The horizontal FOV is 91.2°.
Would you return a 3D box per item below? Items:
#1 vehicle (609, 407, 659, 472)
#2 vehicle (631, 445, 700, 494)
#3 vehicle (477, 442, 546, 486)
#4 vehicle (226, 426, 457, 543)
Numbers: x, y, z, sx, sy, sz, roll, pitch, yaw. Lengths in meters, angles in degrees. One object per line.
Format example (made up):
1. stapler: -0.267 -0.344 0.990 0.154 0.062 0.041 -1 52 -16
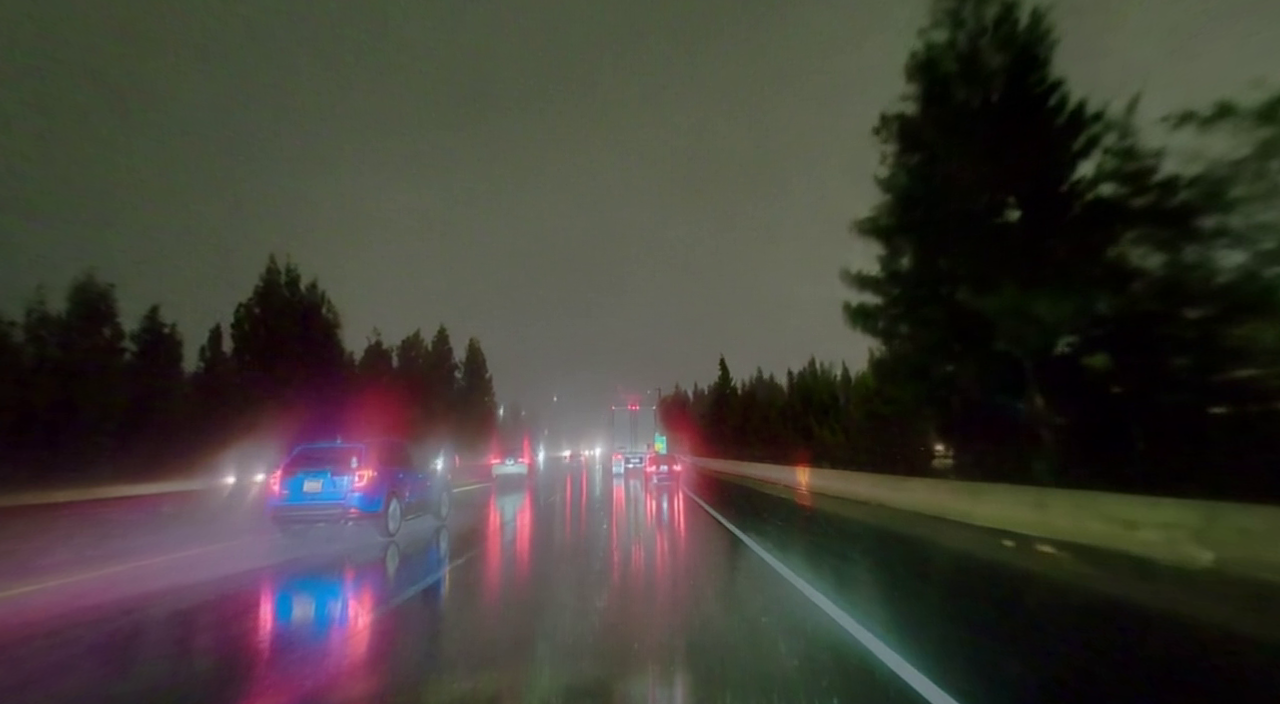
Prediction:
1. vehicle: -0.620 6.330 44.915 3.113 4.066 10.786 0 -9 -3
2. vehicle: 0.759 3.907 21.207 2.026 1.489 4.045 0 -9 -2
3. vehicle: -5.211 4.606 26.028 2.035 1.664 4.064 0 -9 -1
4. vehicle: -4.944 2.247 11.210 2.100 1.671 4.105 0 -9 0
